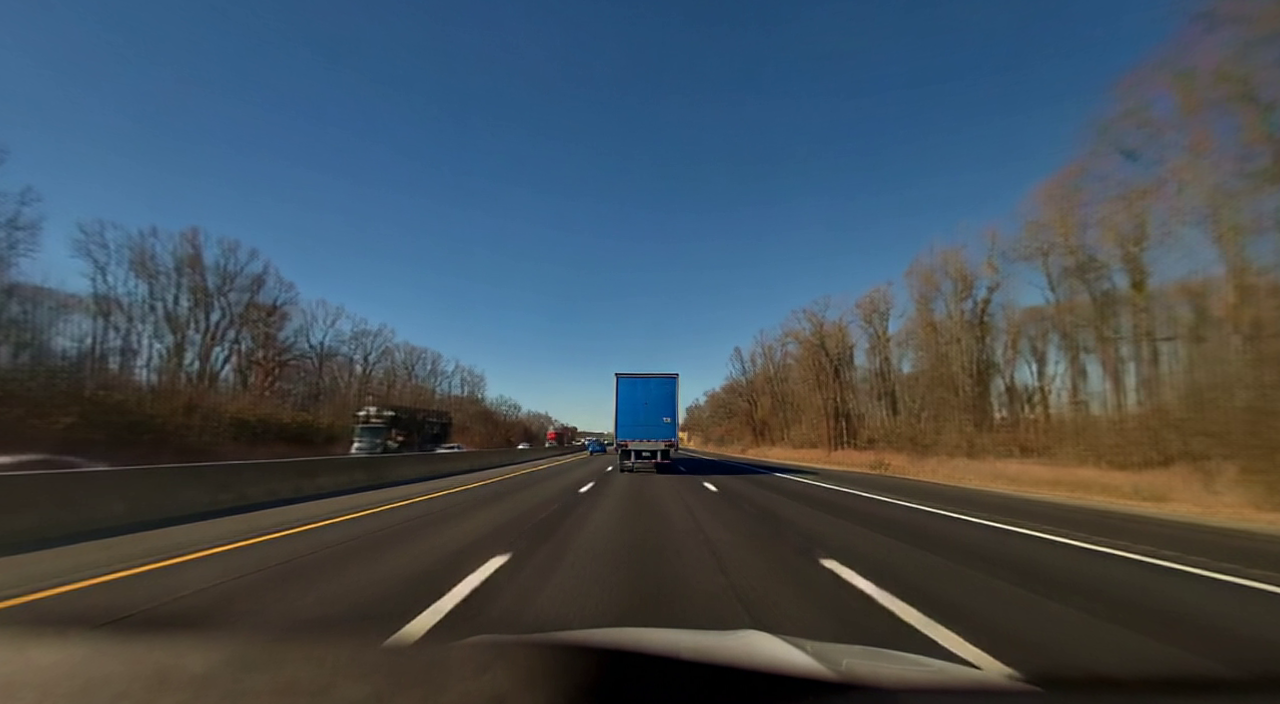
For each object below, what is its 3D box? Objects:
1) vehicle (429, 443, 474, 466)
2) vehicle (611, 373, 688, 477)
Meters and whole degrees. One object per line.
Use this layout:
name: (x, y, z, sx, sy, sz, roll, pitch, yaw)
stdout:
vehicle: (-12.557, 6.858, 42.021, 1.811, 1.445, 3.854, 0, -8, -1)
vehicle: (0.388, 3.607, 29.840, 3.010, 4.039, 10.481, 0, -8, 0)
